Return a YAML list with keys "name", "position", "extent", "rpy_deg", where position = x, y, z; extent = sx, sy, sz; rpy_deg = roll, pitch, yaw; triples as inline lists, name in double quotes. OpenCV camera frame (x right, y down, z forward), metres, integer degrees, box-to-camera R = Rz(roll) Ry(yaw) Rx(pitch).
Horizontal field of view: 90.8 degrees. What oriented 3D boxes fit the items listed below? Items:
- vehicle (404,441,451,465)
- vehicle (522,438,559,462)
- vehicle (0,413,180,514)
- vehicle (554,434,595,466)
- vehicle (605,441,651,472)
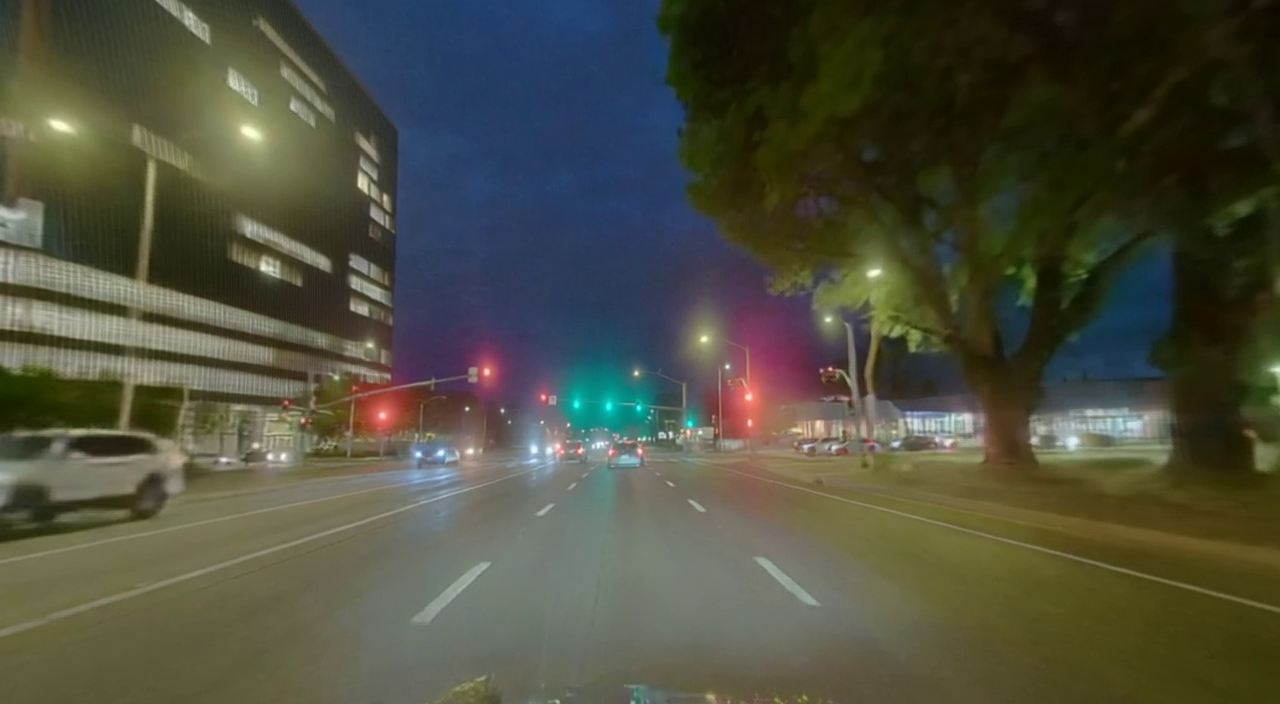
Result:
- name: "vehicle"
  position: [-15.676, 7.454, 46.833]
  extent: [1.890, 1.638, 4.462]
  rpy_deg: [0, -8, 0]
- name: "vehicle"
  position: [-7.055, 6.994, 45.186]
  extent: [1.937, 1.659, 4.259]
  rpy_deg: [0, -8, 1]
- name: "vehicle"
  position: [-14.998, 2.621, 15.081]
  extent: [2.680, 2.131, 6.995]
  rpy_deg: [0, -8, 1]
- name: "vehicle"
  position: [-3.912, 5.964, 38.485]
  extent: [2.001, 1.784, 4.483]
  rpy_deg: [0, -8, 0]
- name: "vehicle"
  position: [-0.612, 4.971, 30.290]
  extent: [2.050, 1.385, 4.096]
  rpy_deg: [0, -8, -2]
